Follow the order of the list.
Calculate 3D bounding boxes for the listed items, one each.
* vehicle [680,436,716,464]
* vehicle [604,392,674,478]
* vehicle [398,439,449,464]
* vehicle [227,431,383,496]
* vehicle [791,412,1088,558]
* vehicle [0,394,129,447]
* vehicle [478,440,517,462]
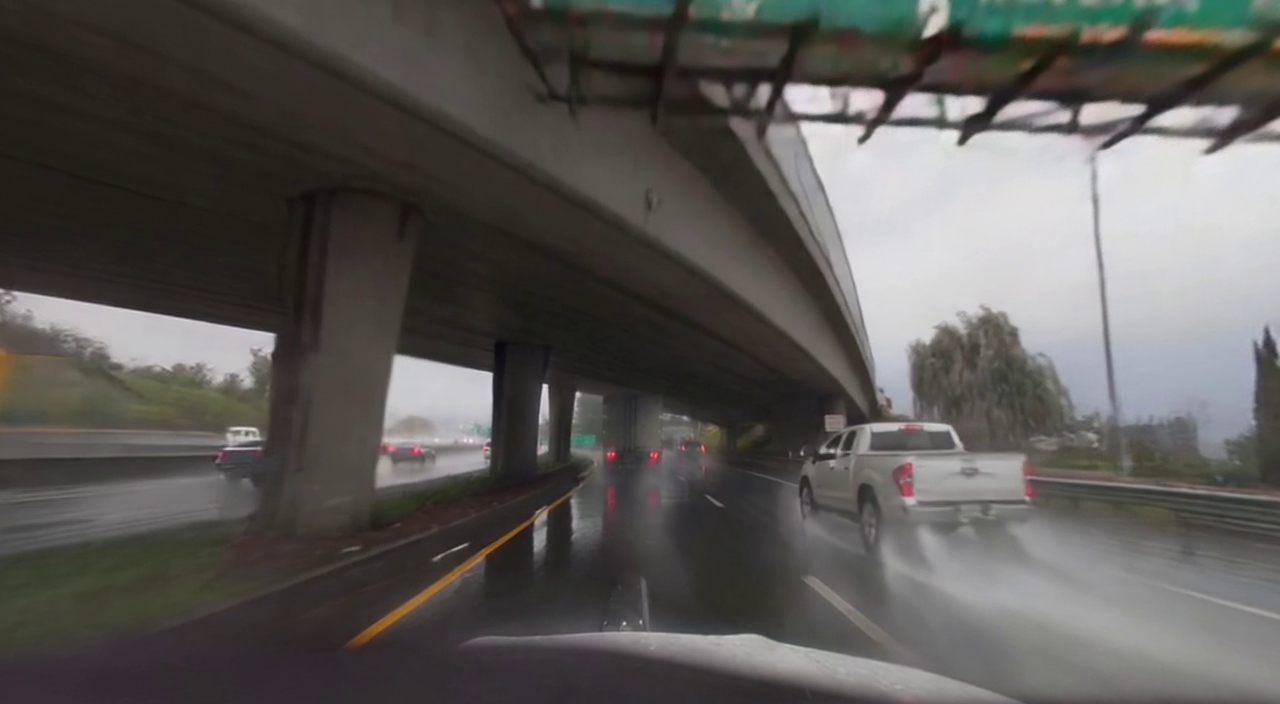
[{"bbox_3d":[4.438,7.586,48.960,2.174,1.968,5.016,0,-8,-2],"label":"vehicle"},{"bbox_3d":[-0.125,4.265,31.969,2.916,3.584,10.841,0,-8,-1],"label":"vehicle"},{"bbox_3d":[-13.778,6.334,40.356,1.906,1.510,4.303,0,-8,-2],"label":"vehicle"},{"bbox_3d":[-9.039,3.030,17.565,2.006,1.562,4.475,0,-8,-2],"label":"vehicle"},{"bbox_3d":[4.151,1.944,10.060,2.189,1.709,5.131,0,-8,0],"label":"vehicle"},{"bbox_3d":[-44.389,5.458,48.881,2.912,3.705,8.180,0,-8,-3],"label":"vehicle"},{"bbox_3d":[-10.619,7.401,47.275,2.057,1.506,4.829,0,-8,-3],"label":"vehicle"}]
